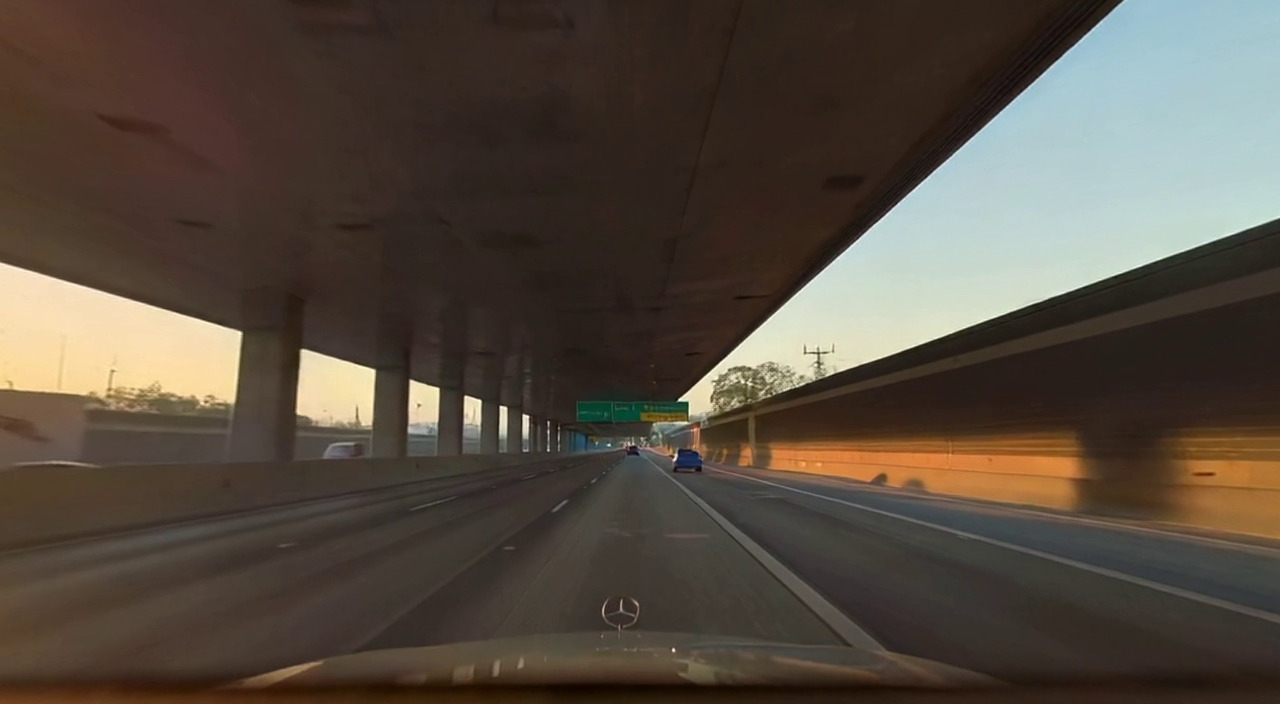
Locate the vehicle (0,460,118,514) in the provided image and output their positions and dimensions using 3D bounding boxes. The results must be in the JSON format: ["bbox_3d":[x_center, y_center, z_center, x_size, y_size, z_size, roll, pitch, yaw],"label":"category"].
[{"bbox_3d":[-18.694,4.048,19.150,1.843,1.430,4.316,0,-9,0],"label":"vehicle"}]

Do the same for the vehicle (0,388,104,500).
[{"bbox_3d":[-23.036,3.059,20.923,2.827,3.758,8.343,0,-9,0],"label":"vehicle"}]

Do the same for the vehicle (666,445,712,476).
[{"bbox_3d":[2.542,5.814,33.881,2.055,1.501,4.321,0,-9,-1],"label":"vehicle"}]

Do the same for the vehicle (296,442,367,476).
[{"bbox_3d":[-21.699,7.532,44.506,2.355,2.198,5.349,0,-9,-1],"label":"vehicle"}]
